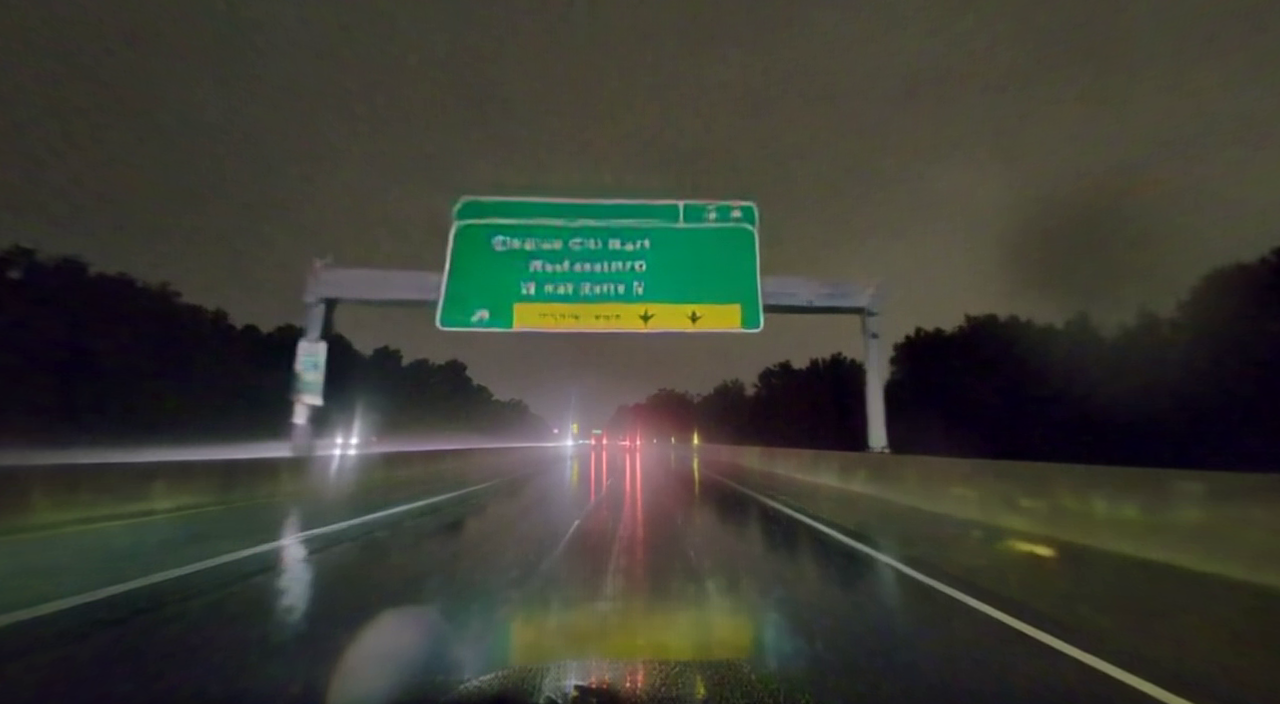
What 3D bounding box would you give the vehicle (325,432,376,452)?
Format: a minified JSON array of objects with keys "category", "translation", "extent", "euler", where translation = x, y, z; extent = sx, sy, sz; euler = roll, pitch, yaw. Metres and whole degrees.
[{"category":"vehicle","translation":[-22.433,6.993,48.912],"extent":[1.930,1.526,4.257],"euler":[0,-8,0]}]
